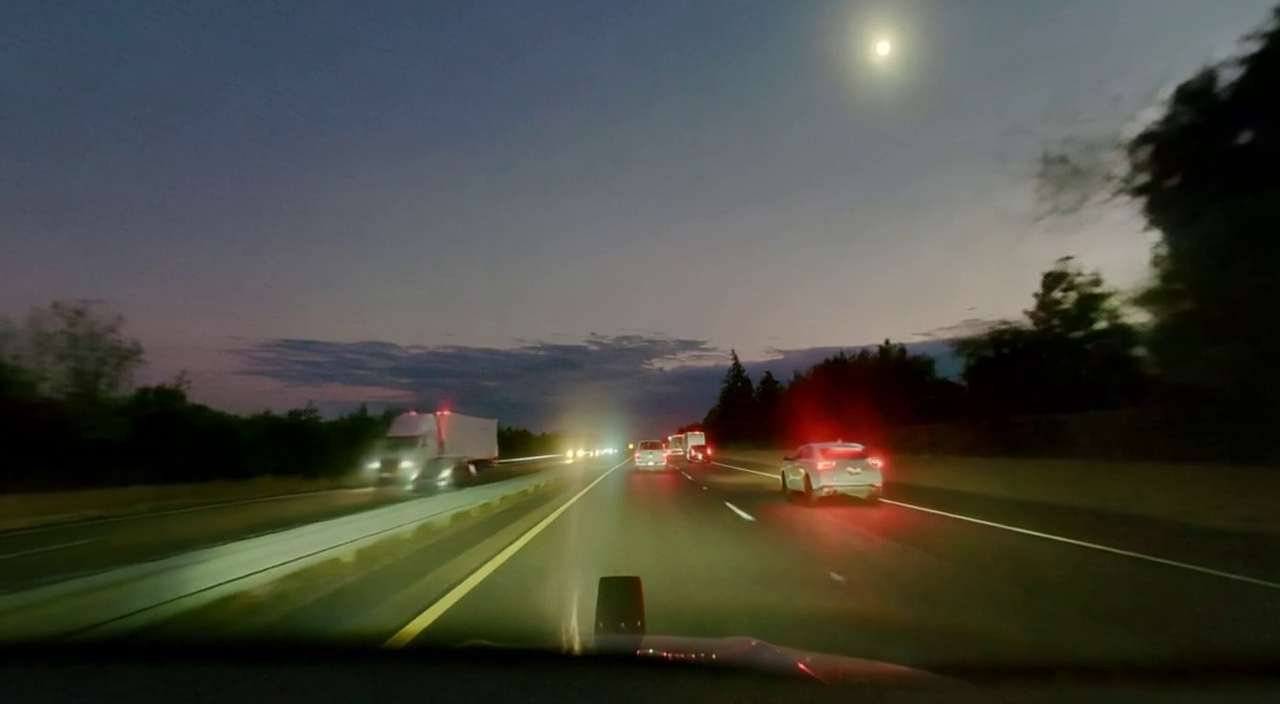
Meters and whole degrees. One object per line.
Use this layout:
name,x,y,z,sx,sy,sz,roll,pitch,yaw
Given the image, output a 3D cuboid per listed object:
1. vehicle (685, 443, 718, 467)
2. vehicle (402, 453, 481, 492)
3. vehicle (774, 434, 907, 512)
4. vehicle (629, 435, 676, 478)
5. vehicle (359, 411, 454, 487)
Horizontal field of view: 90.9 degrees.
vehicle,4.493,7.643,46.837,1.961,1.689,3.971,0,-9,-1
vehicle,-8.440,5.146,27.208,1.907,1.491,4.426,0,-9,1
vehicle,4.506,2.756,14.756,1.868,1.566,3.509,0,-9,-1
vehicle,0.581,5.053,30.733,2.143,1.925,4.101,0,-9,0
vehicle,-13.107,5.501,35.979,2.962,3.957,5.870,0,-9,1
